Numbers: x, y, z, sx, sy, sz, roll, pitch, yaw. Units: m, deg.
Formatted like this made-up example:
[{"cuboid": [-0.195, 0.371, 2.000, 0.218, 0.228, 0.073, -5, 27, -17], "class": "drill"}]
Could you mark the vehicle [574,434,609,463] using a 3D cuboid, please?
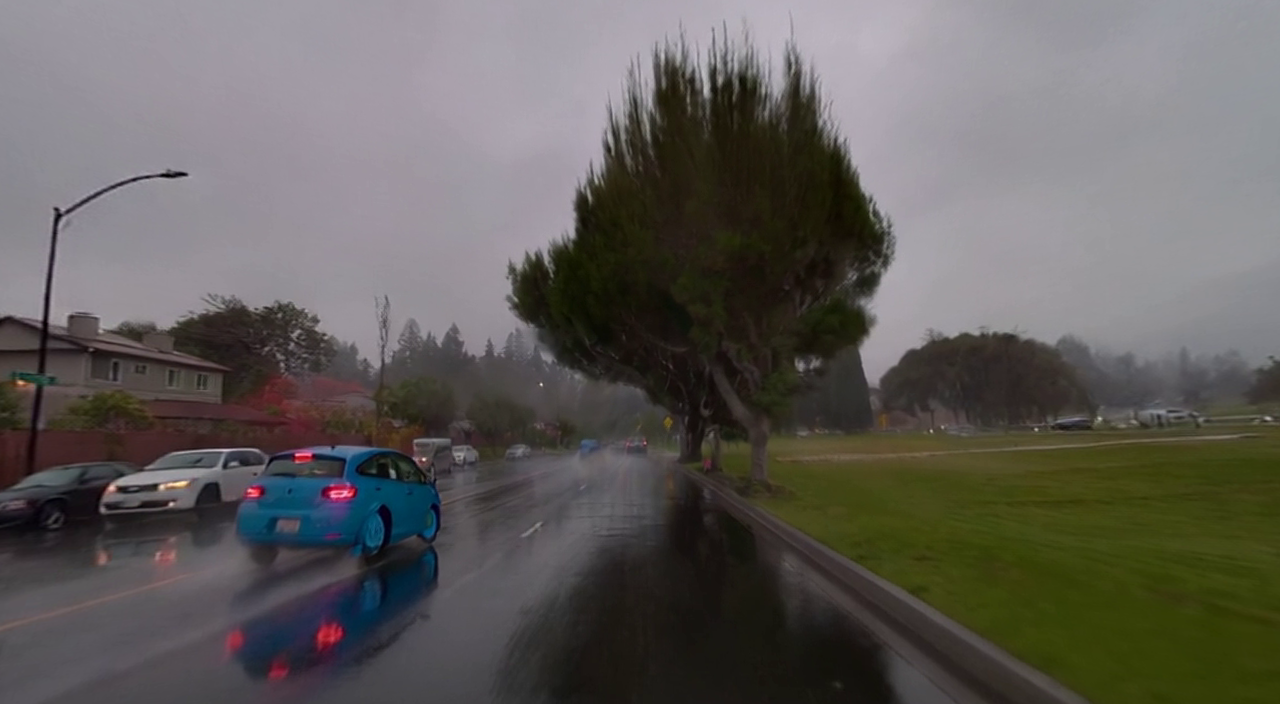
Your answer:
[{"cuboid": [-3.112, 6.313, 41.168, 1.908, 1.809, 4.230, 0, -8, 1], "class": "vehicle"}]

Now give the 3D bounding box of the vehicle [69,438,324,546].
[{"cuboid": [-9.174, 2.868, 13.687, 2.019, 1.907, 4.697, 0, -9, 1], "class": "vehicle"}]

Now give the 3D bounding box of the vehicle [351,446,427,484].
[{"cuboid": [-12.441, 5.593, 31.481, 2.106, 1.701, 4.629, 0, -8, -4], "class": "vehicle"}]

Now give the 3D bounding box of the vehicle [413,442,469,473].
[{"cuboid": [-12.390, 6.594, 39.431, 2.066, 1.785, 4.608, 0, -9, 0], "class": "vehicle"}]
